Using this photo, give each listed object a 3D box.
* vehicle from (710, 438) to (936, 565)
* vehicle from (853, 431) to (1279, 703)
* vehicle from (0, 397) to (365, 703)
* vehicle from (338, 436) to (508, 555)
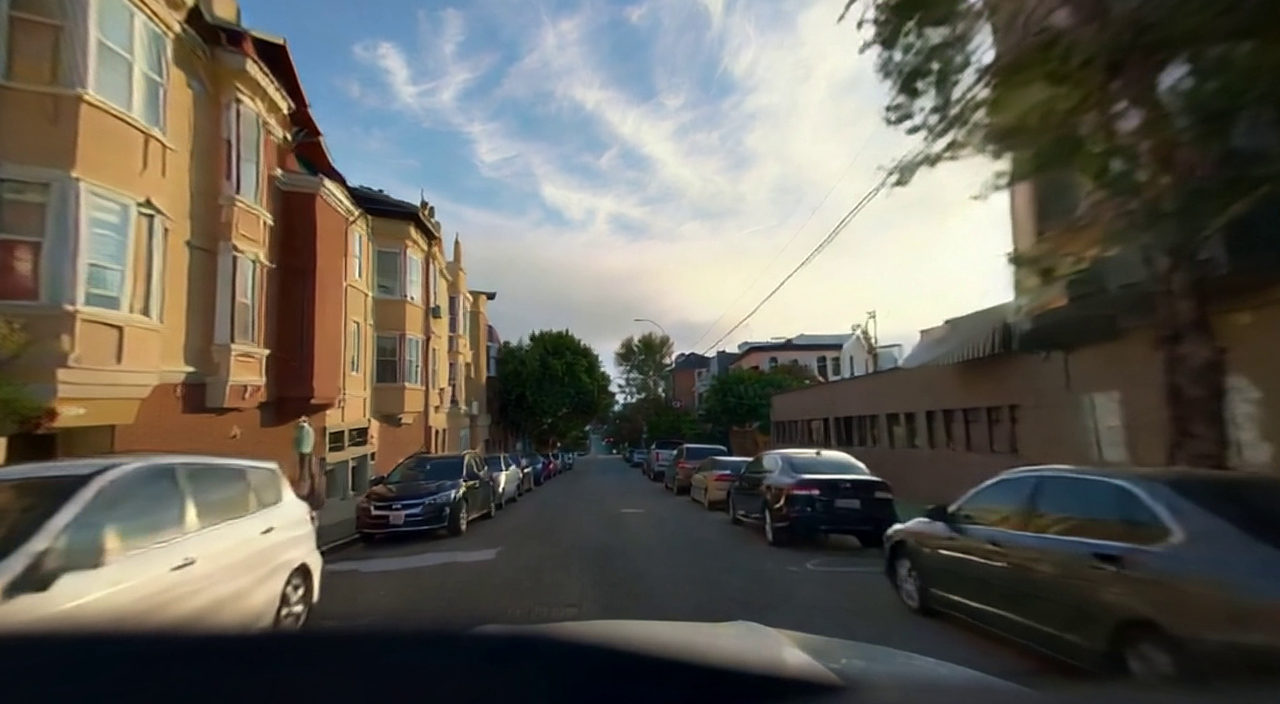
[{"bbox_3d":[2.659,2.268,10.523,1.968,1.595,4.543,1,-8,-7],"label":"vehicle"},{"bbox_3d":[3.238,1.284,3.971,1.904,1.476,4.480,1,-8,-5],"label":"vehicle"},{"bbox_3d":[-3.529,1.267,3.808,2.175,1.710,4.000,-2,-7,-4],"label":"vehicle"},{"bbox_3d":[-4.017,2.626,12.529,2.081,1.679,4.506,-3,-6,-4],"label":"vehicle"}]
